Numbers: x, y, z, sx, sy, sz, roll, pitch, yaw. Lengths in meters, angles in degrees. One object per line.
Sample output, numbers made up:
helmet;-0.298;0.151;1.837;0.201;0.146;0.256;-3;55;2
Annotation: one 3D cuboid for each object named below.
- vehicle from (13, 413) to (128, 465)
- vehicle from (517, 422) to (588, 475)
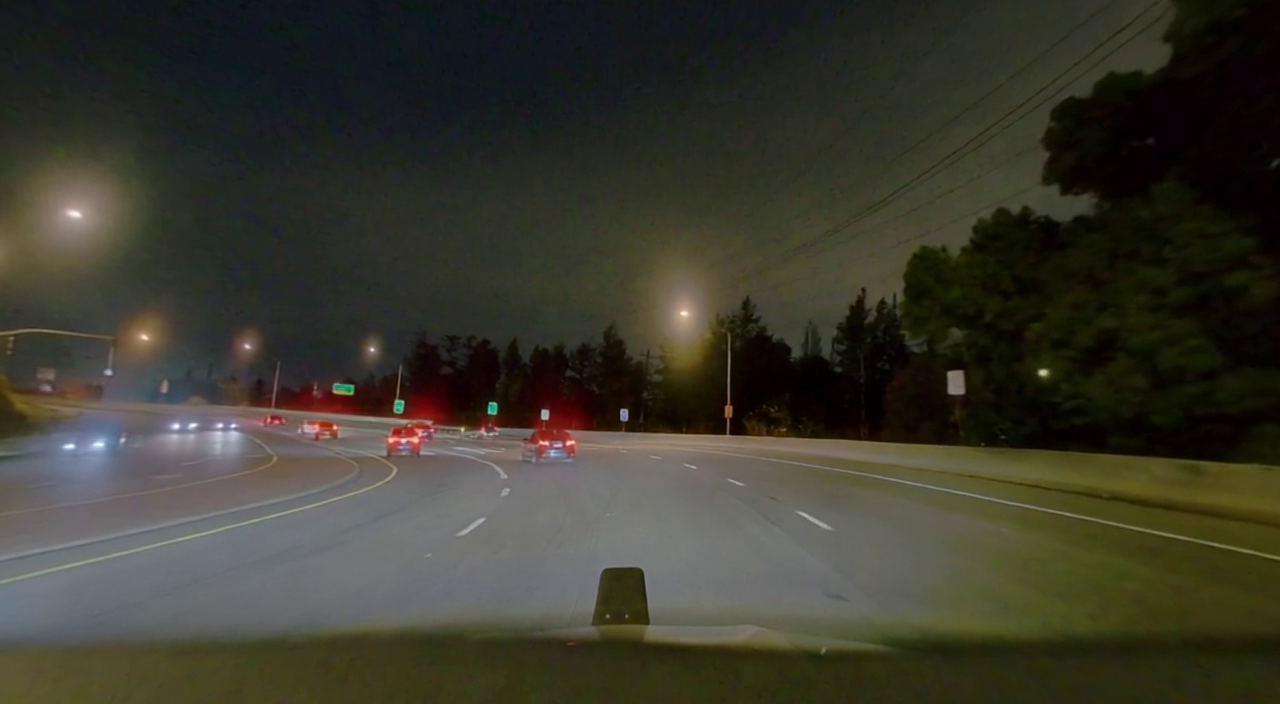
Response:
vehicle;-23.519;3.637;26.317;2.239;1.922;5.001;5;-9;-28
vehicle;-3.279;3.491;22.974;2.140;1.724;4.304;2;-9;-13
